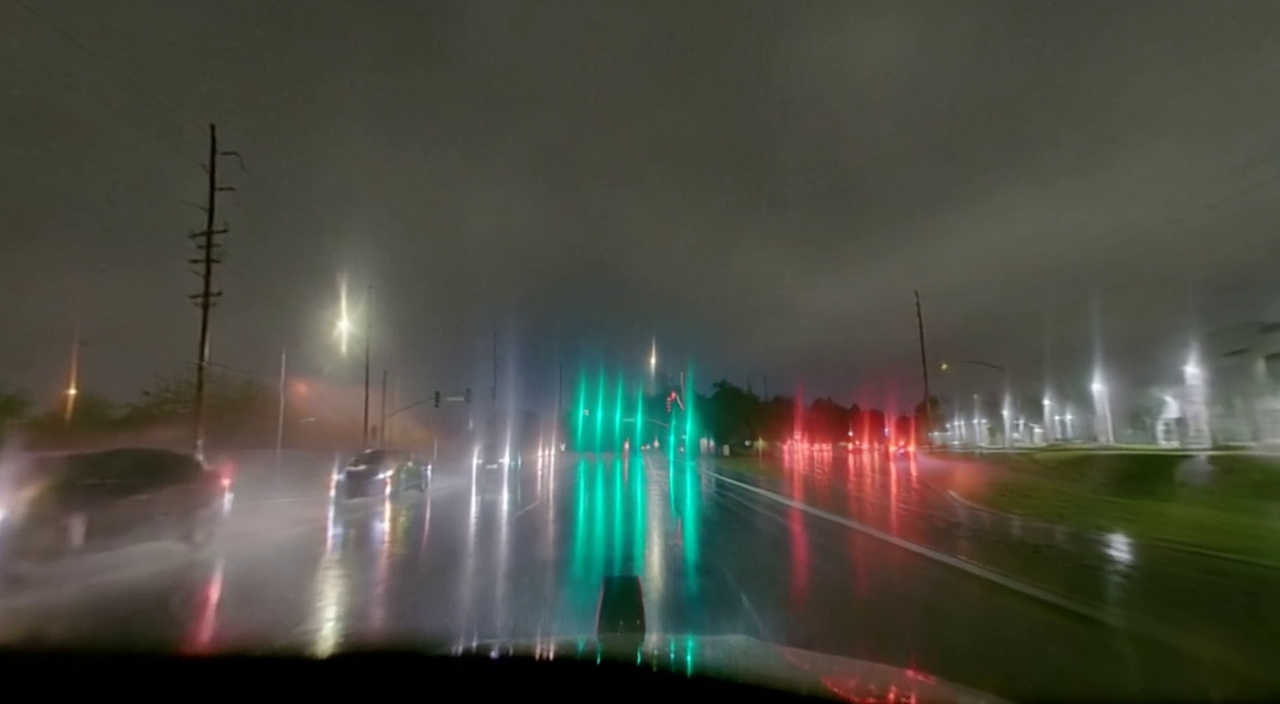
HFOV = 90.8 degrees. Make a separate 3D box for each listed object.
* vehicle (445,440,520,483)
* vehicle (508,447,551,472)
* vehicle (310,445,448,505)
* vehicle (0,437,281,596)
[{"bbox_3d":[-7.041,4.934,28.858,2.101,1.768,5.040,0,-9,0],"label":"vehicle"},{"bbox_3d":[-7.025,6.848,40.467,1.854,1.481,4.518,0,-9,1],"label":"vehicle"},{"bbox_3d":[-7.084,3.363,17.761,2.008,1.456,4.409,0,-9,0],"label":"vehicle"},{"bbox_3d":[-7.027,1.866,8.047,2.030,1.482,4.818,0,-9,1],"label":"vehicle"}]
